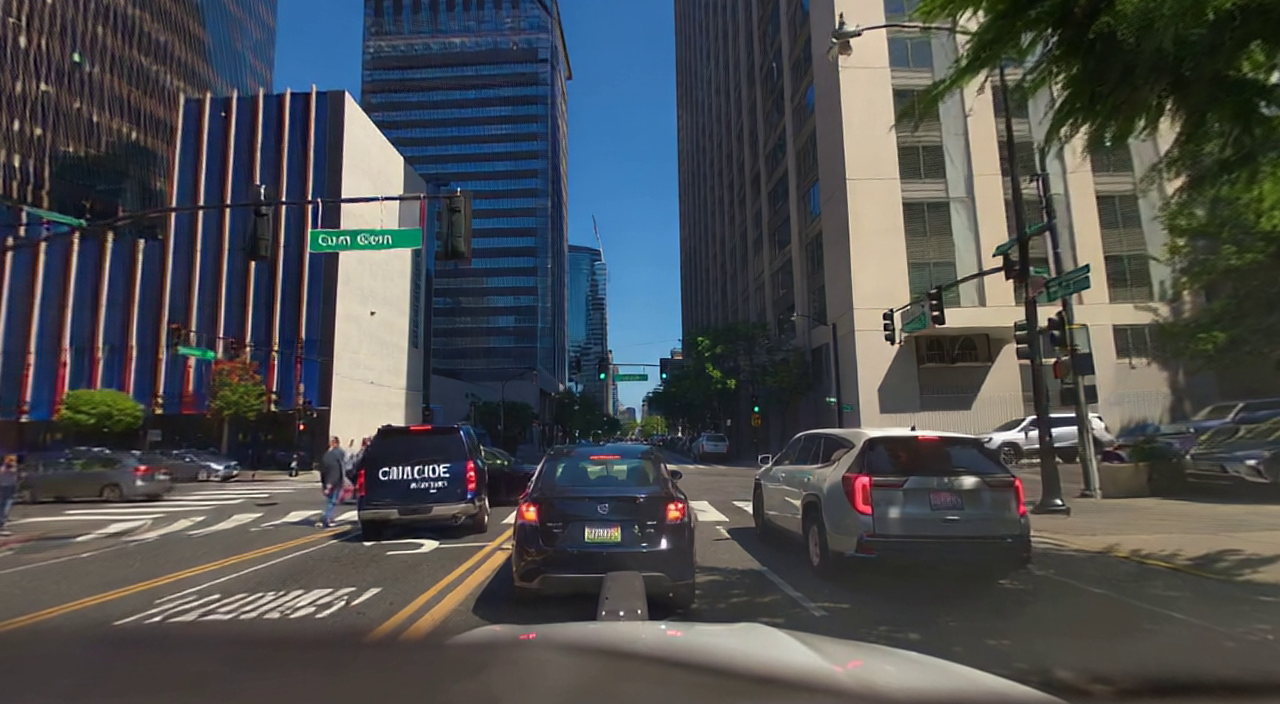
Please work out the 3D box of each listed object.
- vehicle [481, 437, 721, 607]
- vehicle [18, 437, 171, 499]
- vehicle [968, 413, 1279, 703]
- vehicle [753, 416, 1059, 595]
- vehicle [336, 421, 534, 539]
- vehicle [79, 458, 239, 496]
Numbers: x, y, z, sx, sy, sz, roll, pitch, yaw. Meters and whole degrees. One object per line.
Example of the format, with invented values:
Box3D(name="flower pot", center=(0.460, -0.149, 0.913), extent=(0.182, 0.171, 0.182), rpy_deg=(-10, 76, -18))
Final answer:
Box3D(name="vehicle", center=(-0.363, 1.791, 7.641), extent=(2.092, 1.454, 4.132), rpy_deg=(0, -8, -1))
Box3D(name="vehicle", center=(-30.871, 6.529, 35.940), extent=(5.896, 3.276, 2.809), rpy_deg=(1, -8, 1))
Box3D(name="vehicle", center=(2.743, 0.809, 1.114), extent=(1.902, 1.454, 4.540), rpy_deg=(0, -8, 0))
Box3D(name="vehicle", center=(3.036, 1.853, 8.622), extent=(2.072, 1.735, 4.759), rpy_deg=(0, -8, 0))
Box3D(name="vehicle", center=(-3.690, 2.416, 12.699), extent=(2.190, 1.840, 5.272), rpy_deg=(0, -8, 0))
Box3D(name="vehicle", center=(-20.200, 5.255, 26.713), extent=(5.153, 1.449, 1.966), rpy_deg=(0, -8, 0))
